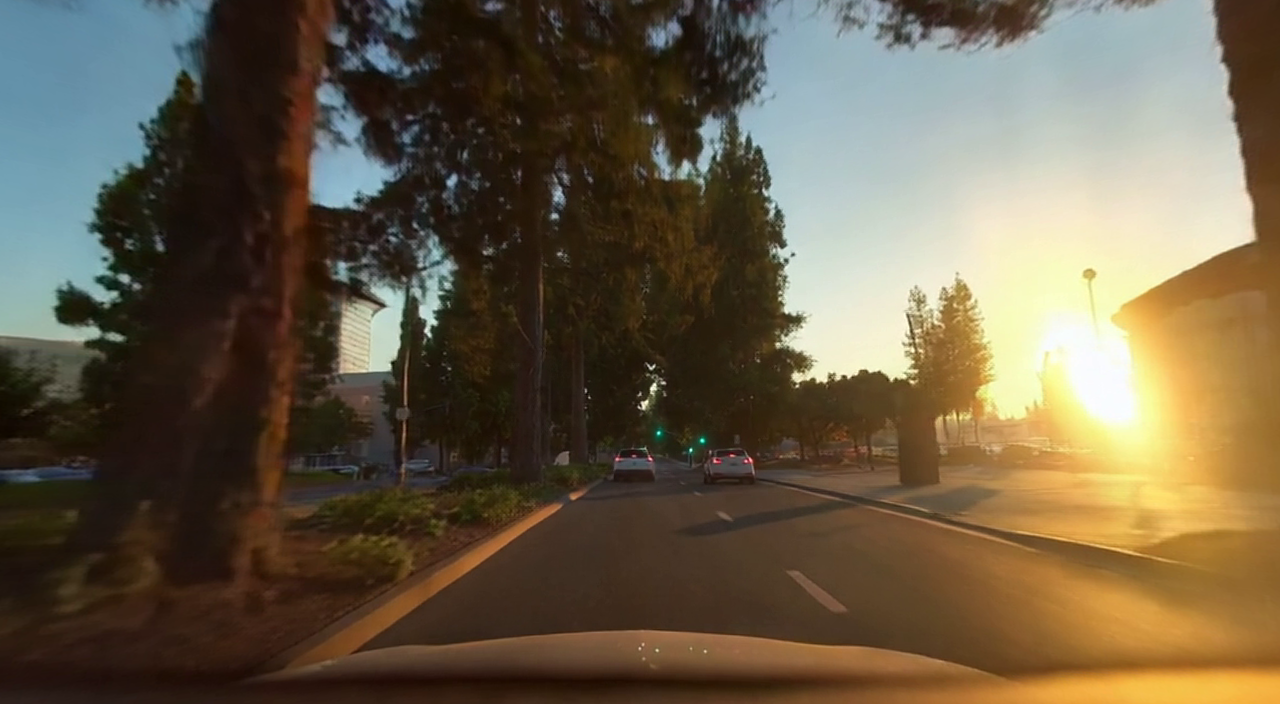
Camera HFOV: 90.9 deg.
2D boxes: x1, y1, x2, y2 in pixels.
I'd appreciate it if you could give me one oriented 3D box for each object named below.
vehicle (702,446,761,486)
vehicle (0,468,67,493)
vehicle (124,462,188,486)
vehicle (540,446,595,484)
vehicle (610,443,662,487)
[{"bbox_3d":[3.821,4.840,27.054,1.847,1.554,4.052,0,-8,-1],"label":"vehicle"},{"bbox_3d":[-42.094,8.893,43.904,1.811,1.441,4.673,4,-9,-25],"label":"vehicle"},{"bbox_3d":[-32.516,8.191,42.517,1.742,1.411,4.415,2,-9,-14],"label":"vehicle"},{"bbox_3d":[-3.450,5.445,30.853,2.047,1.710,4.314,0,-8,2],"label":"vehicle"},{"bbox_3d":[-0.124,4.767,27.031,2.022,1.700,4.084,0,-8,1],"label":"vehicle"}]
